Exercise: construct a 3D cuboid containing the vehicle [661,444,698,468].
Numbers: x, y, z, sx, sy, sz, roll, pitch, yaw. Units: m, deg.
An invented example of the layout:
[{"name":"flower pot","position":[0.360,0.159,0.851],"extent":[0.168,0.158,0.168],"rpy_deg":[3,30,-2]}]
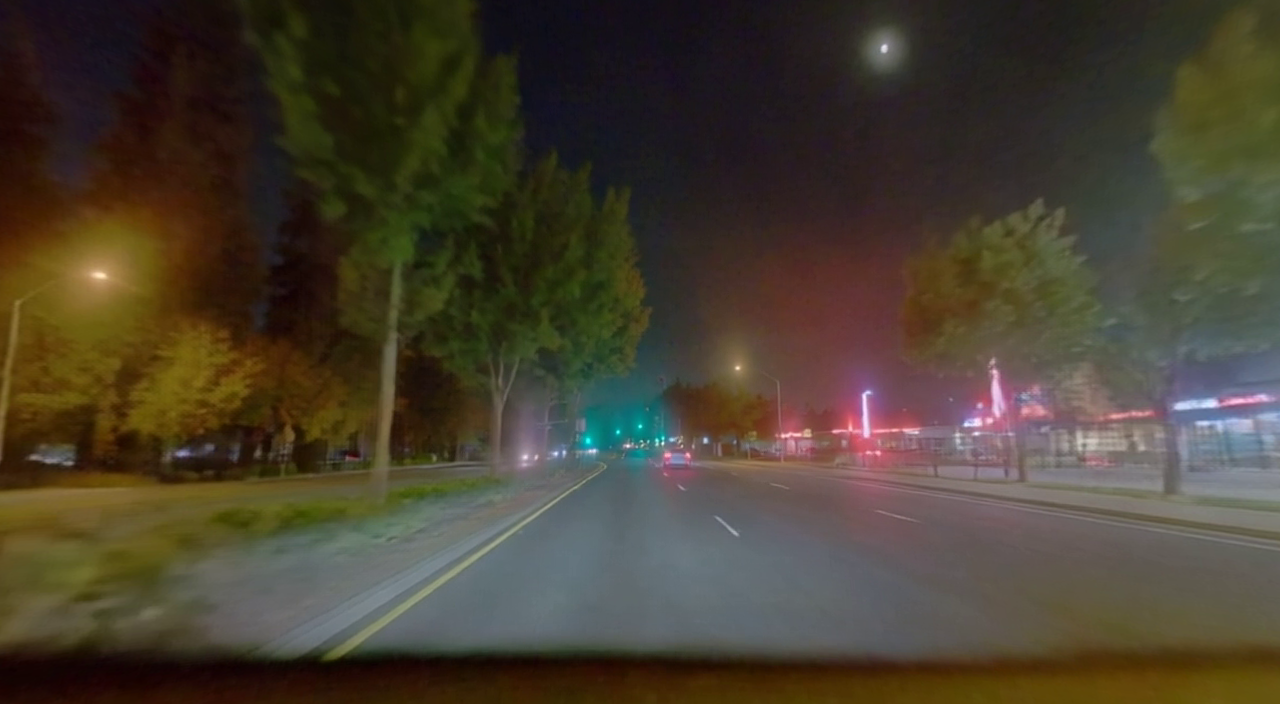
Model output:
[{"name":"vehicle","position":[2.557,6.842,41.485],"extent":[2.015,1.479,4.444],"rpy_deg":[0,-9,-2]}]
